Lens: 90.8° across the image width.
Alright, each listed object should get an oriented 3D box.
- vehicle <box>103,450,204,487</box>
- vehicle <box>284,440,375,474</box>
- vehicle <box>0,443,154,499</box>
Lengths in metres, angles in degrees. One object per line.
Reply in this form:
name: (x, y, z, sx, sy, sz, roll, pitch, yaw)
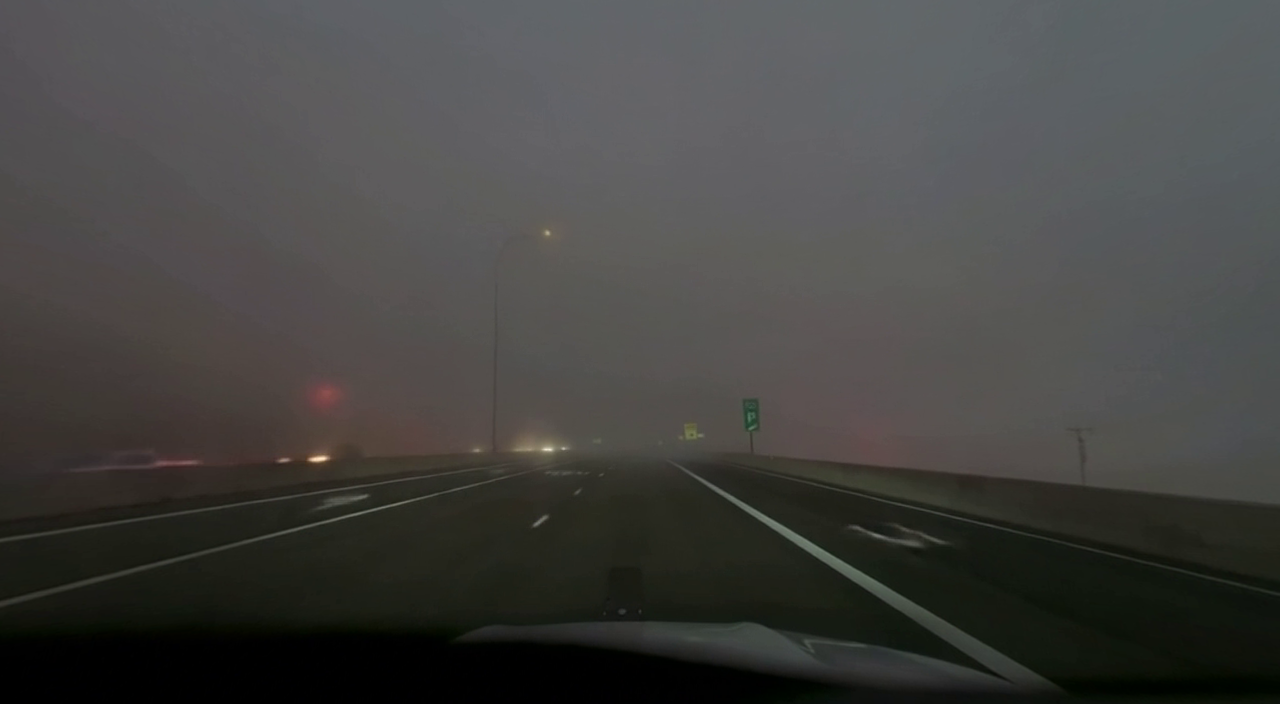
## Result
vehicle: (-18.734, 4.464, 24.439, 1.713, 1.339, 2.712, 0, -9, 0)
vehicle: (-14.646, 4.995, 30.088, 1.871, 1.473, 4.717, 0, -9, 1)
vehicle: (-18.586, 3.763, 20.364, 2.163, 1.564, 4.548, 0, -9, -1)
